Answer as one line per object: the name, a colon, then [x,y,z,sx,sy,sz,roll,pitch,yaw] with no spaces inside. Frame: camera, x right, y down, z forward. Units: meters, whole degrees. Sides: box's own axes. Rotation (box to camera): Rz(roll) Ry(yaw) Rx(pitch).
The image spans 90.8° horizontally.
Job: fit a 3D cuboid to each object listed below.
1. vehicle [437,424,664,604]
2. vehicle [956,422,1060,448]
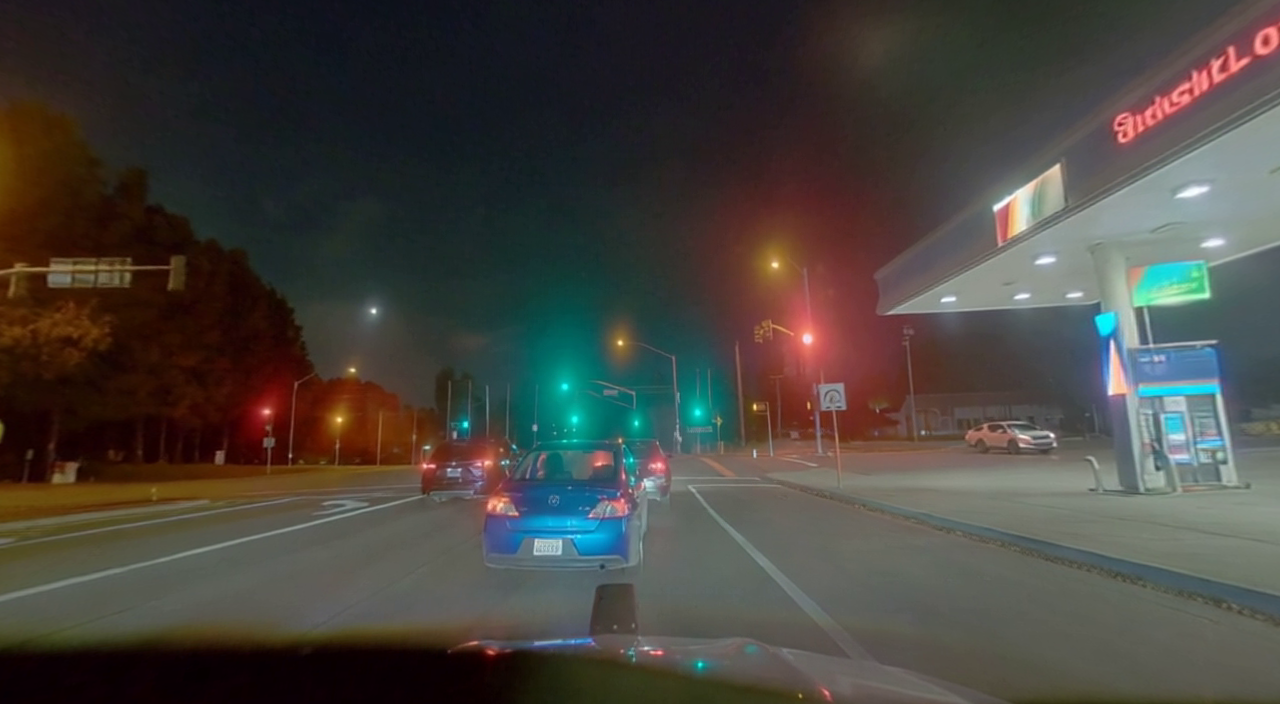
vehicle: [-0.687,1.712,7.666,1.916,1.510,4.447,0,-8,2]
vehicle: [21.905,4.994,37.763,4.874,1.502,2.048,0,-8,1]
